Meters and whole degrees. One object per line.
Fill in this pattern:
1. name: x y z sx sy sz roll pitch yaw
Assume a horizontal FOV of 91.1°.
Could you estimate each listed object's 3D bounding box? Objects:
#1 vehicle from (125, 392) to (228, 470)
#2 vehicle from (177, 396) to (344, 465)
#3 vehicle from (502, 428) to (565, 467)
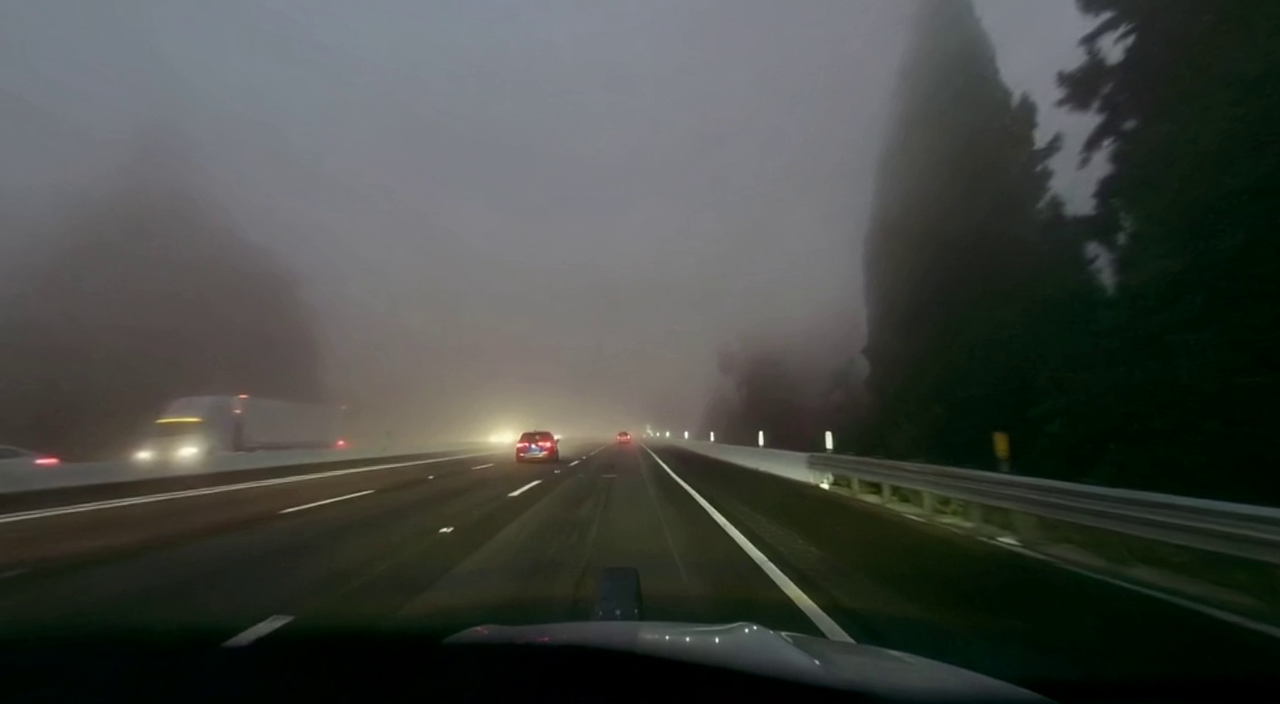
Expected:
1. vehicle: -25.411 4.337 34.630 3.003 4.031 3.123 1 -7 -1
2. vehicle: -25.498 5.535 43.794 2.904 3.961 14.167 0 -8 0
3. vehicle: -4.632 4.217 27.938 2.064 1.571 4.225 0 -8 0
